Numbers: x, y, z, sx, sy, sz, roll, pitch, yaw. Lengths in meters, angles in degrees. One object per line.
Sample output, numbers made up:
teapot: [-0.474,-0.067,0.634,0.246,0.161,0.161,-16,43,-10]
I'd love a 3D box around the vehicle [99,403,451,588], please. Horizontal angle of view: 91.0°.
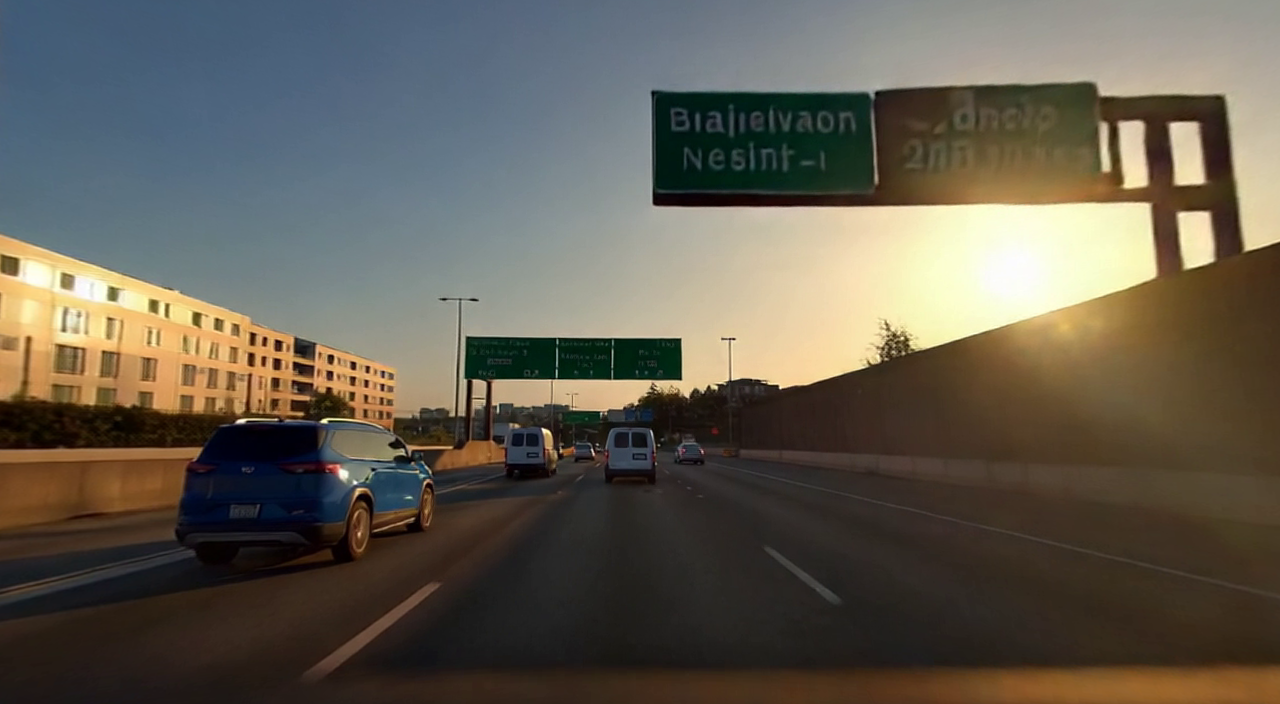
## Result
vehicle: [-4.078,1.648,8.123,1.972,1.703,4.333,0,-8,-1]

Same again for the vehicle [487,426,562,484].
vehicle: [-4.169,3.781,23.445,2.038,1.936,4.300,0,-8,-1]

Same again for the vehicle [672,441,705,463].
vehicle: [3.503,7.299,46.219,1.999,1.494,3.833,0,-8,-2]

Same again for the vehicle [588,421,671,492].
vehicle: [-0.337,3.216,19.741,2.304,1.925,4.282,0,-8,-1]
